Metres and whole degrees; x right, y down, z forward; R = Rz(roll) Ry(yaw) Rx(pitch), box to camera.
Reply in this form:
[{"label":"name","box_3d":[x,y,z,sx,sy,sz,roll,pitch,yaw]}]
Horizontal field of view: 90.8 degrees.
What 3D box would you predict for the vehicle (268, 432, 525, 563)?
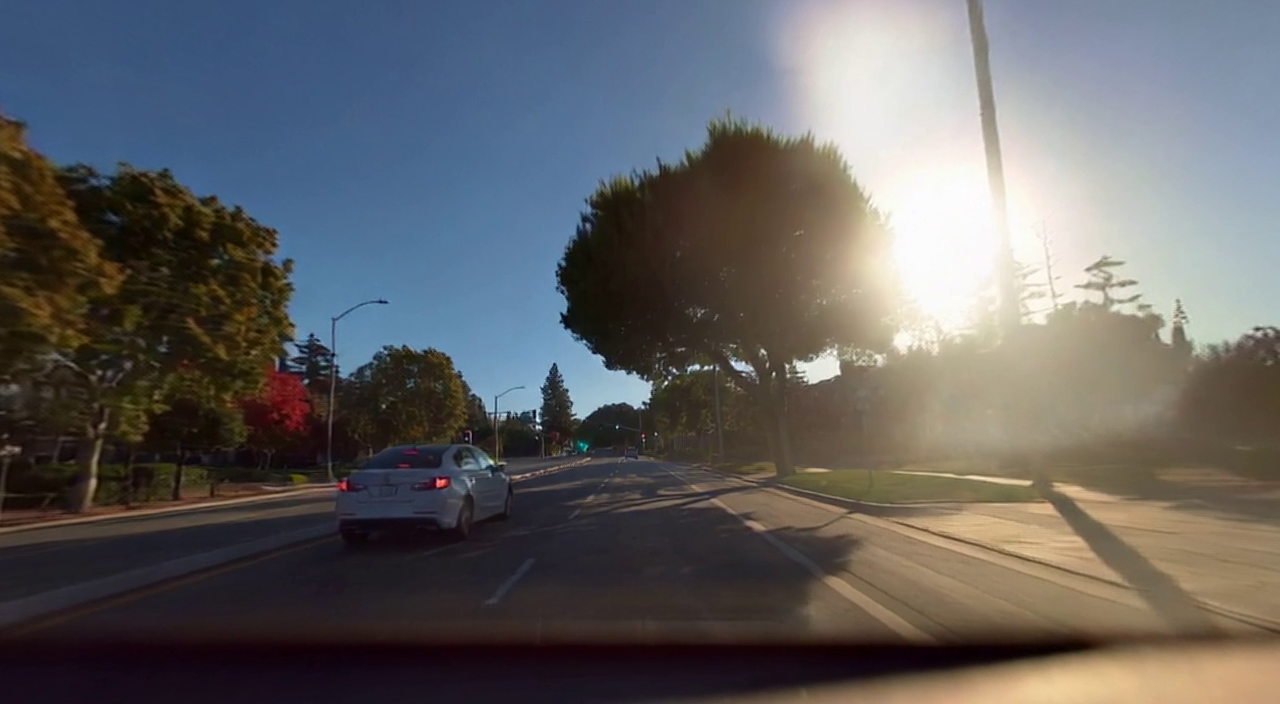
[{"label":"vehicle","box_3d":[-3.204,2.018,9.462,2.113,1.493,4.222,0,-9,1]}]
